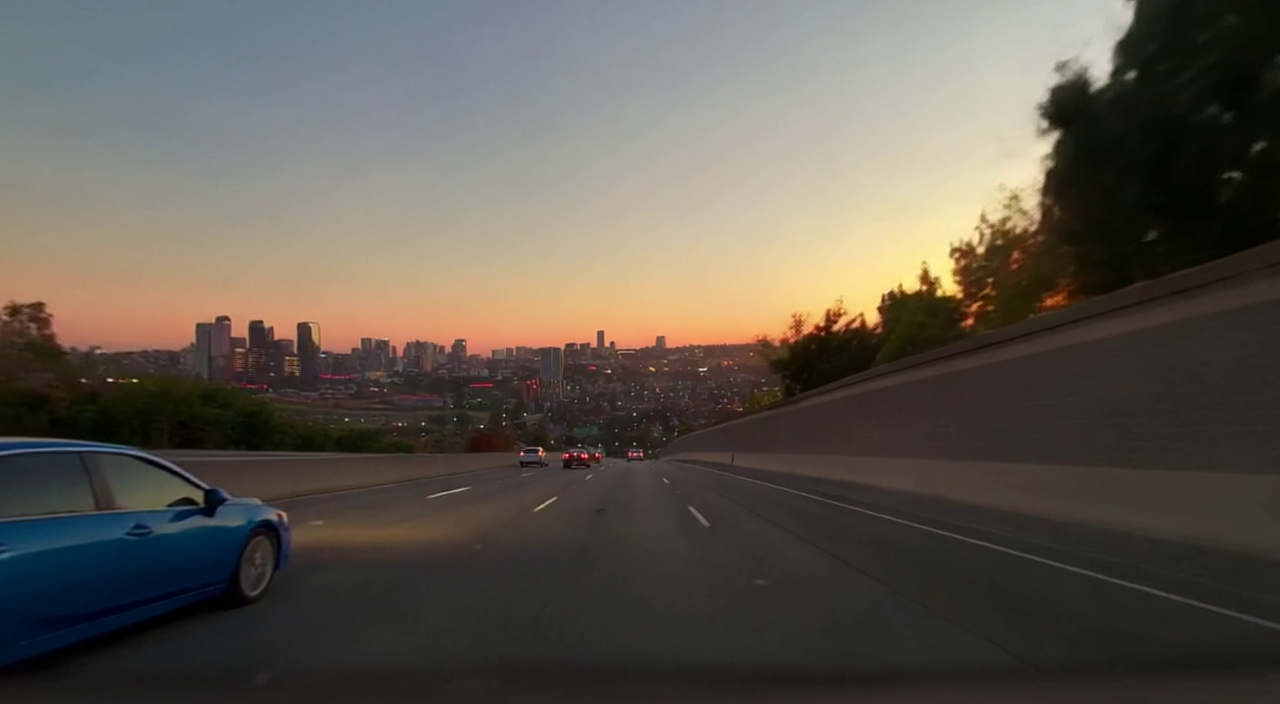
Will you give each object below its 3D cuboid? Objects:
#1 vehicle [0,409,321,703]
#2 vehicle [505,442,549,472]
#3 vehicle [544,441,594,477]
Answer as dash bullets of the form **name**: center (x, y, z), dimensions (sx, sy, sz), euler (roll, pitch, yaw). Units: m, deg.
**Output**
- **vehicle**: center (-3.875, 1.070, 3.215), dimensions (2.114, 1.480, 4.473), euler (0, -9, 1)
- **vehicle**: center (-7.425, 6.946, 41.958), dimensions (2.040, 1.824, 4.917), euler (0, -9, 0)
- **vehicle**: center (-3.559, 5.462, 32.455), dimensions (2.075, 1.702, 4.257), euler (0, -9, 0)
